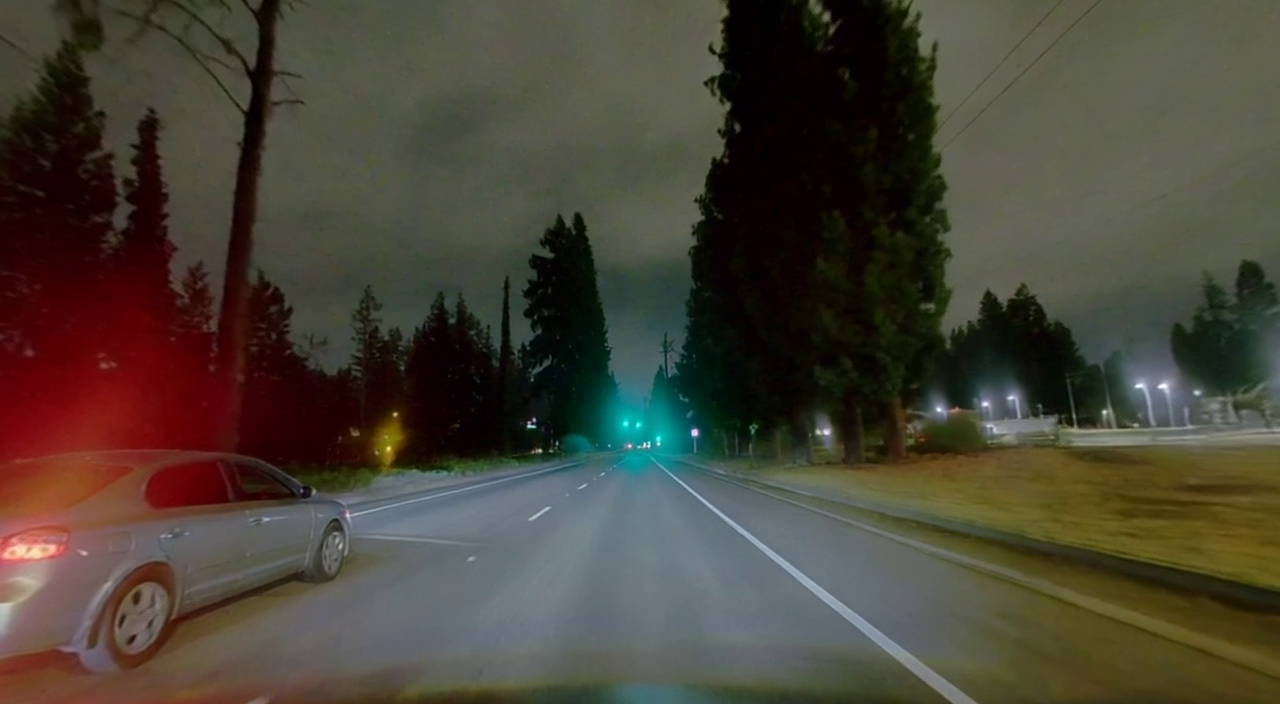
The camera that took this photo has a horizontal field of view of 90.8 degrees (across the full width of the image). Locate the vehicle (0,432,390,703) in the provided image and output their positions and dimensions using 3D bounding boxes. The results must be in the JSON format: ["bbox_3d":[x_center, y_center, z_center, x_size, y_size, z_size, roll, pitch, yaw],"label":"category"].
[{"bbox_3d":[-3.959,1.448,5.354,1.946,1.437,4.154,0,-8,1],"label":"vehicle"}]
